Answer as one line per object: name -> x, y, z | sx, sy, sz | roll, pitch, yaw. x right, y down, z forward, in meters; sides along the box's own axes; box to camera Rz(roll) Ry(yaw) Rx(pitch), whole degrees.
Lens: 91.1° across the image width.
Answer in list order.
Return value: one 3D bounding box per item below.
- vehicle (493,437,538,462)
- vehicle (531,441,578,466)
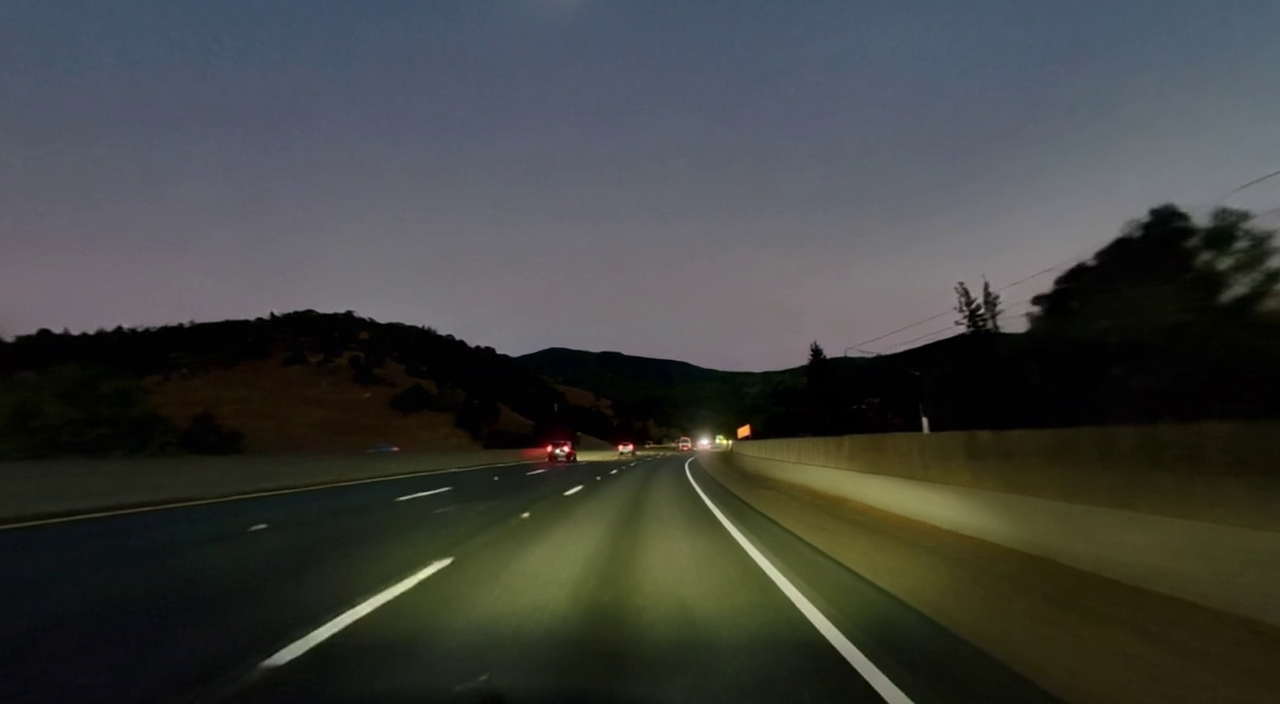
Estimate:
vehicle -> -9.119, 7.221, 46.458 | 2.063, 1.743, 4.392 | -1, -9, 5
vehicle -> -5.318, 6.377, 39.552 | 2.010, 1.489, 4.456 | -1, -9, 4
